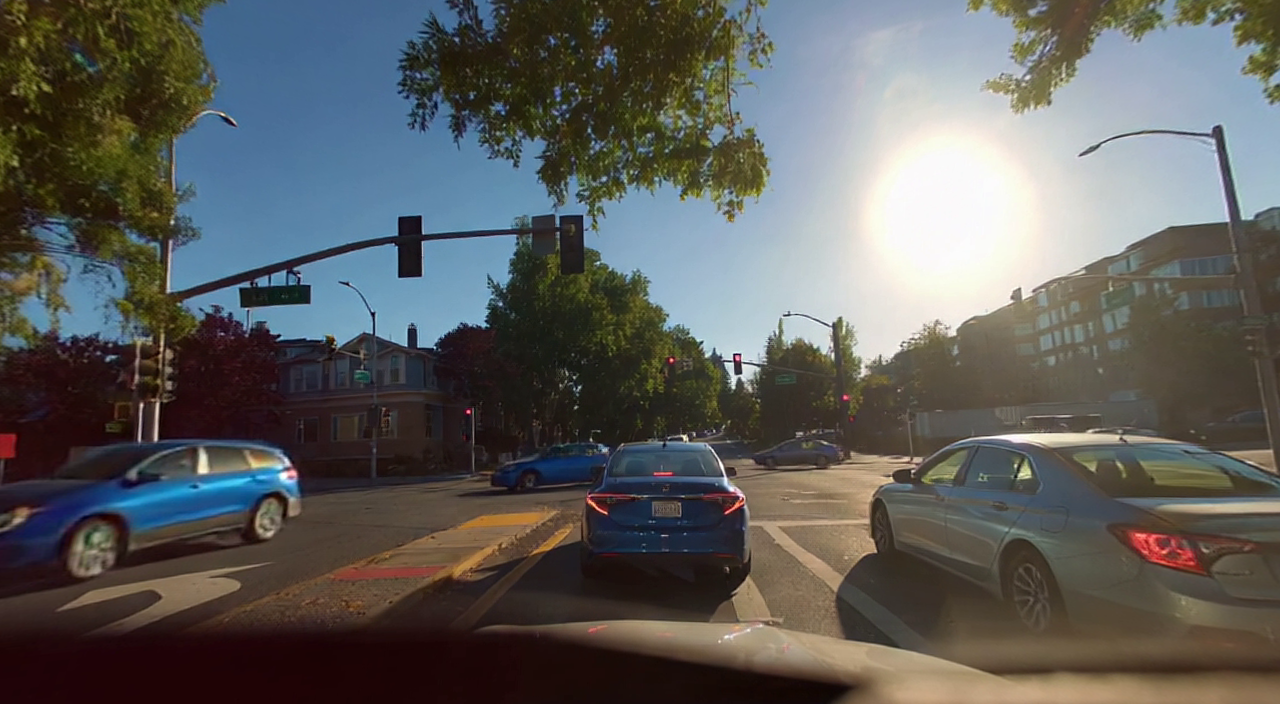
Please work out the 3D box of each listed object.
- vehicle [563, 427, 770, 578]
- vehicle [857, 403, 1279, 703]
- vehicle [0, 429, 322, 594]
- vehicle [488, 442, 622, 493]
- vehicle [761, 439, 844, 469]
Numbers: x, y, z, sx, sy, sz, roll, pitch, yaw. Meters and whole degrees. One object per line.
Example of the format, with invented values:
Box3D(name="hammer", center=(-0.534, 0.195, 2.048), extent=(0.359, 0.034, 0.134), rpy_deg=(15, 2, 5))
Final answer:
Box3D(name="vehicle", center=(0.306, 1.817, 8.337), extent=(2.090, 1.505, 3.756), rpy_deg=(-1, -9, 1))
Box3D(name="vehicle", center=(3.665, 1.340, 5.430), extent=(1.888, 1.486, 4.681), rpy_deg=(0, -9, -1))
Box3D(name="vehicle", center=(-7.439, 2.145, 9.532), extent=(1.988, 1.799, 4.789), rpy_deg=(-2, -9, 13))
Box3D(name="vehicle", center=(-2.718, 3.758, 21.025), extent=(1.854, 1.490, 4.229), rpy_deg=(-8, -11, 40))
Box3D(name="vehicle", center=(9.487, 5.967, 37.113), extent=(4.240, 1.615, 1.936), rpy_deg=(-8, -12, 43))
